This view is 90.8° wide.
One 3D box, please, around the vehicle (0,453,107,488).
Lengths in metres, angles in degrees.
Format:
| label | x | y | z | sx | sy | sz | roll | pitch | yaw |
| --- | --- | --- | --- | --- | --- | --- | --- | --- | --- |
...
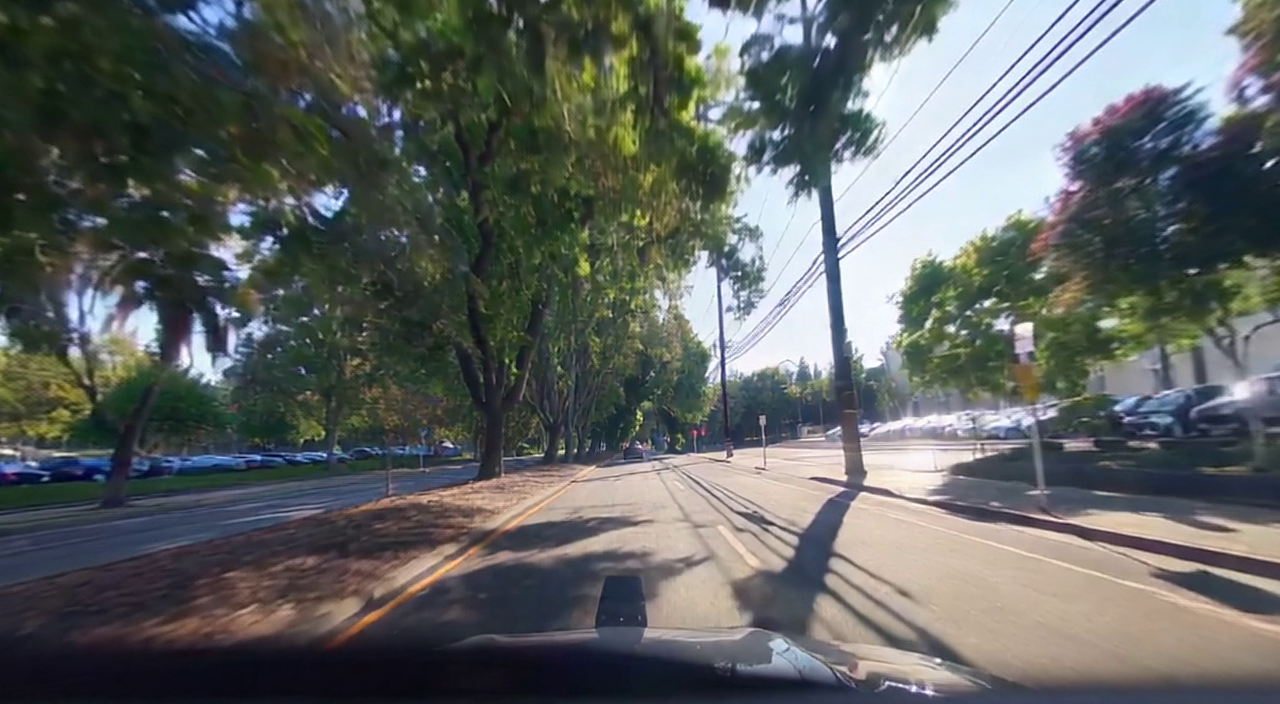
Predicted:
| label | x | y | z | sx | sy | sz | roll | pitch | yaw |
| --- | --- | --- | --- | --- | --- | --- | --- | --- | --- |
| vehicle | -33.939 | 6.775 | 36.125 | 5.051 | 1.657 | 2.023 | -3 | -8 | 0 |

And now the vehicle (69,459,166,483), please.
| label | x | y | z | sx | sy | sz | roll | pitch | yaw |
| --- | --- | --- | --- | --- | --- | --- | --- | --- | --- |
| vehicle | -34.138 | 7.763 | 41.366 | 4.499 | 1.448 | 1.915 | 0 | -8 | -3 |
